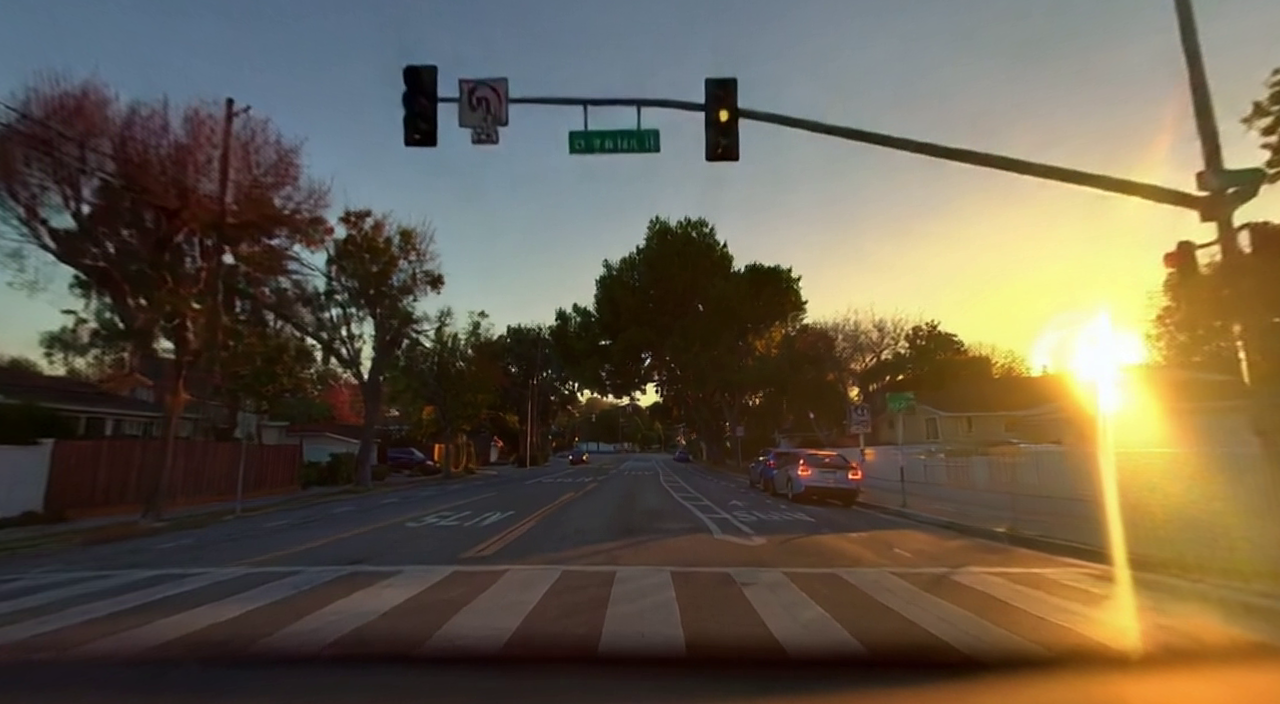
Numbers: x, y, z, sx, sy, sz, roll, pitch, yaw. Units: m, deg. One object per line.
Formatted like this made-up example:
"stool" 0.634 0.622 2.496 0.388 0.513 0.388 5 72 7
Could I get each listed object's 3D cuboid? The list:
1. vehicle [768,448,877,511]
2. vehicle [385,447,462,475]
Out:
"vehicle" 5.175 3.638 18.617 1.891 1.611 4.269 0 -9 0
"vehicle" -16.177 8.106 47.220 5.125 1.941 2.086 4 -10 -26
